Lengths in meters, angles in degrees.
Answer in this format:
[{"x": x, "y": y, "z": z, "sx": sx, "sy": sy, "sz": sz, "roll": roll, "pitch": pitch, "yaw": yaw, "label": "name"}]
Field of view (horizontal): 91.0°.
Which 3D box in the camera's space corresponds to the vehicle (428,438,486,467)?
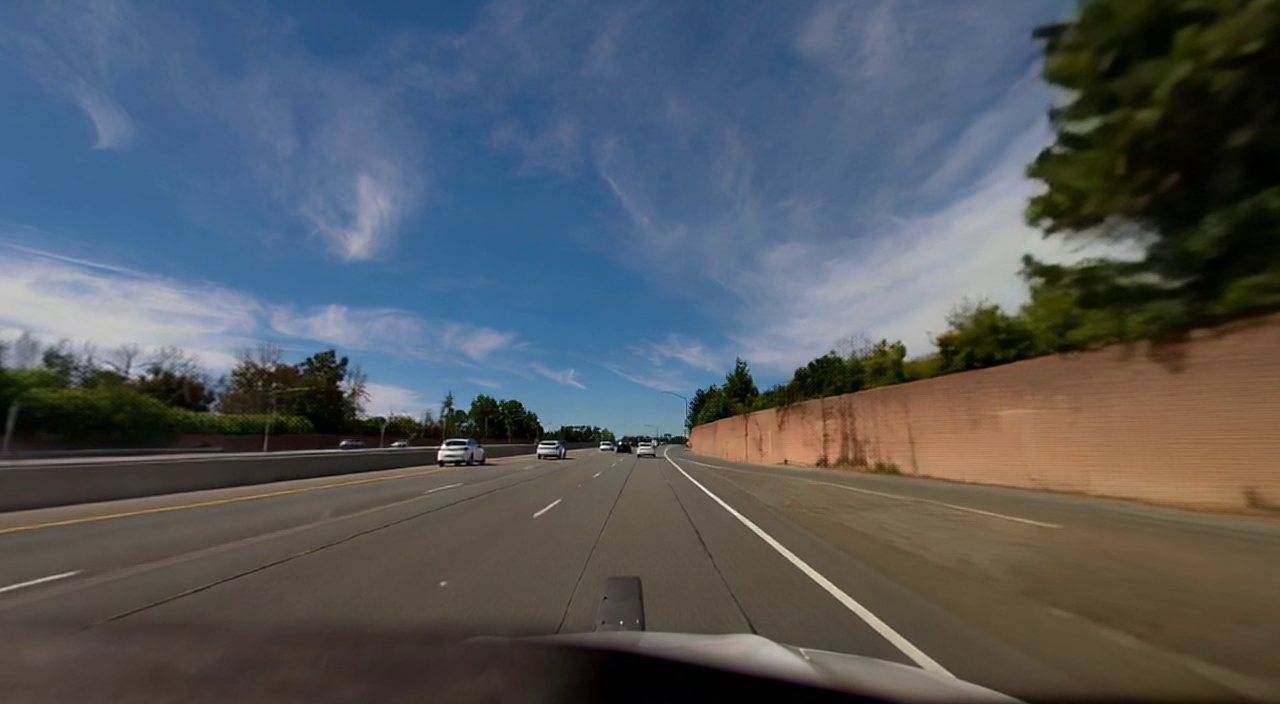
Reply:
[{"x": -10.939, "y": 6.016, "z": 38.024, "sx": 2.025, "sy": 1.618, "sz": 4.683, "roll": 0, "pitch": -8, "yaw": 1, "label": "vehicle"}]
